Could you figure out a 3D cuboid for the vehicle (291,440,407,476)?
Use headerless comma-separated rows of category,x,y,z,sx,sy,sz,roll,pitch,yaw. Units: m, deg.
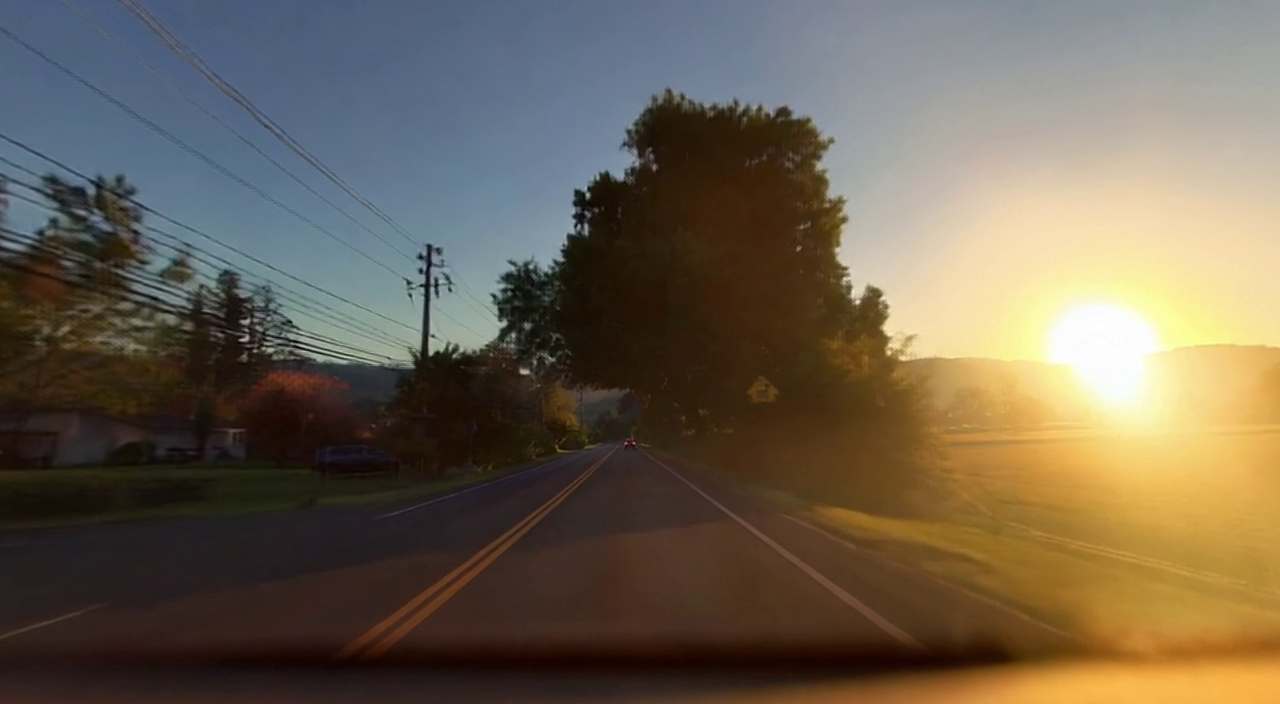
vehicle,-14.905,5.451,32.476,4.894,1.774,2.150,0,-8,1
